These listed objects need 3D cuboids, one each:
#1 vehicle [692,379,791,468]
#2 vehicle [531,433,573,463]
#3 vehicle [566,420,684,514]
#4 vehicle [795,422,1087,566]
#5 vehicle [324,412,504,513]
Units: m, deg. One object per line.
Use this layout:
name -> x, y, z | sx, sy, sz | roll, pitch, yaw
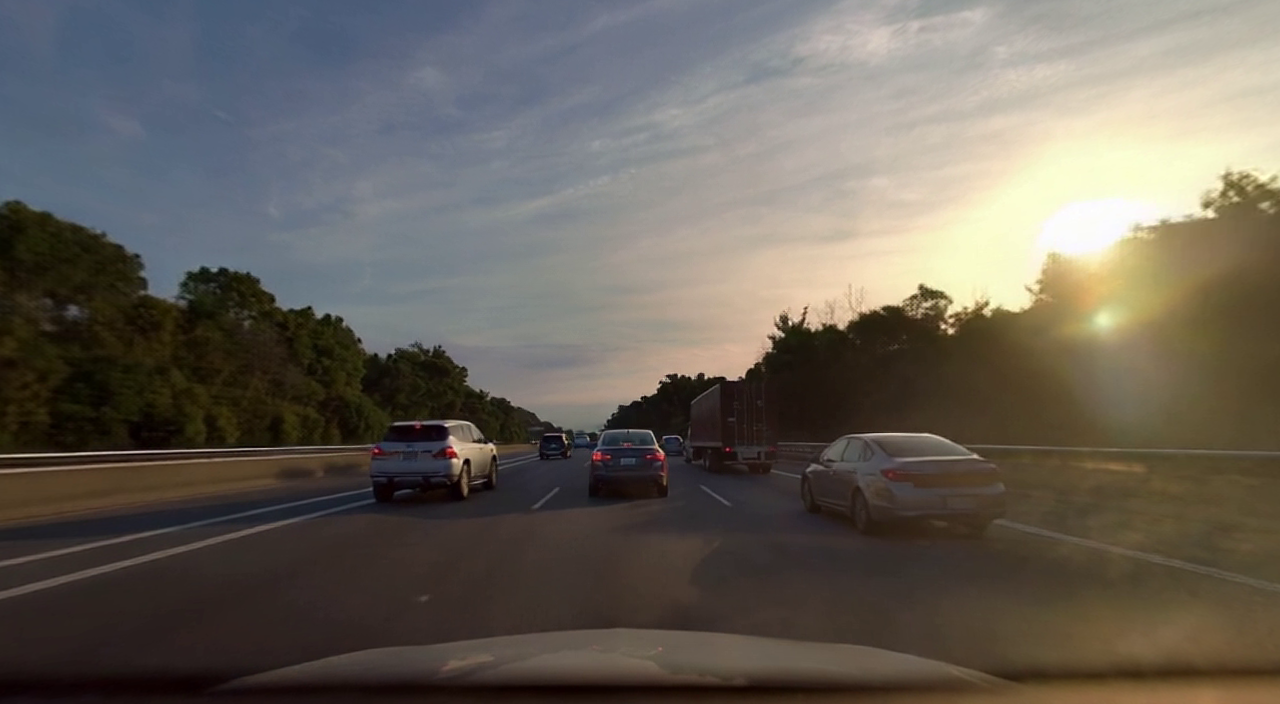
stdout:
vehicle -> 5.286, 4.260, 36.311 | 2.888, 4.135, 14.071 | 0, -8, -2
vehicle -> -5.169, 5.689, 37.542 | 1.971, 1.648, 3.983 | 0, -8, -1
vehicle -> -0.293, 2.296, 13.076 | 2.083, 1.647, 3.799 | 0, -8, -1
vehicle -> 3.634, 1.754, 8.597 | 1.951, 1.477, 3.963 | 0, -8, -1
vehicle -> -4.515, 2.274, 13.531 | 2.101, 1.767, 4.702 | 0, -8, 0
